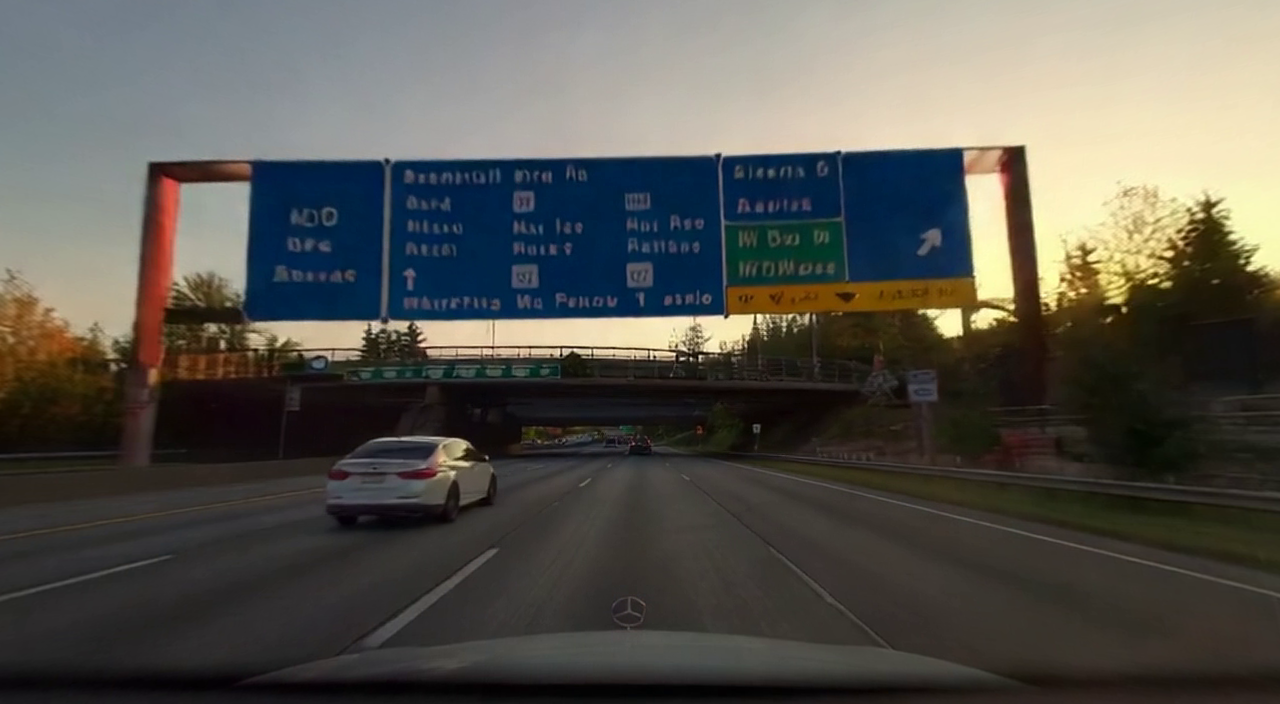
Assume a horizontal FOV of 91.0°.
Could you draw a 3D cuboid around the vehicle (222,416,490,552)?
[{"bbox_3d":[-3.824,1.832,9.460,2.012,1.570,4.126,0,-8,1],"label":"vehicle"}]
